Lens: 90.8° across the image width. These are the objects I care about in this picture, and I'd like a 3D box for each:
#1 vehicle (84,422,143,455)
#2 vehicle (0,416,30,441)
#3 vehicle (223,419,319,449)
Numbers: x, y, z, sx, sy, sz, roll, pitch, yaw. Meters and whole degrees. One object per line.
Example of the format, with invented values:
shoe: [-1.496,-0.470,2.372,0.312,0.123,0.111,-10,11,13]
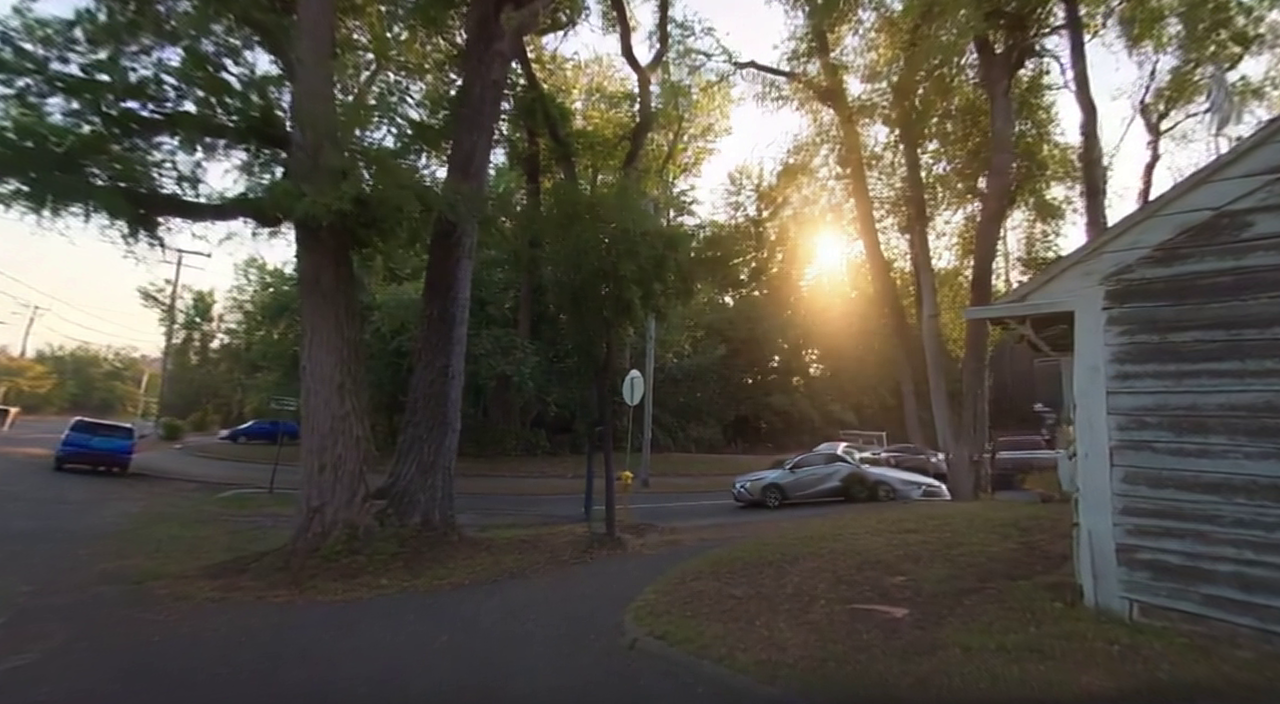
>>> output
vehicle: [-25.213,4.164,30.343,1.941,1.460,4.206,7,-11,-38]
vehicle: [-46.607,5.617,46.264,2.110,1.703,4.568,6,-11,-36]
vehicle: [-22.864,5.147,39.236,4.767,1.735,1.920,7,-11,-39]
